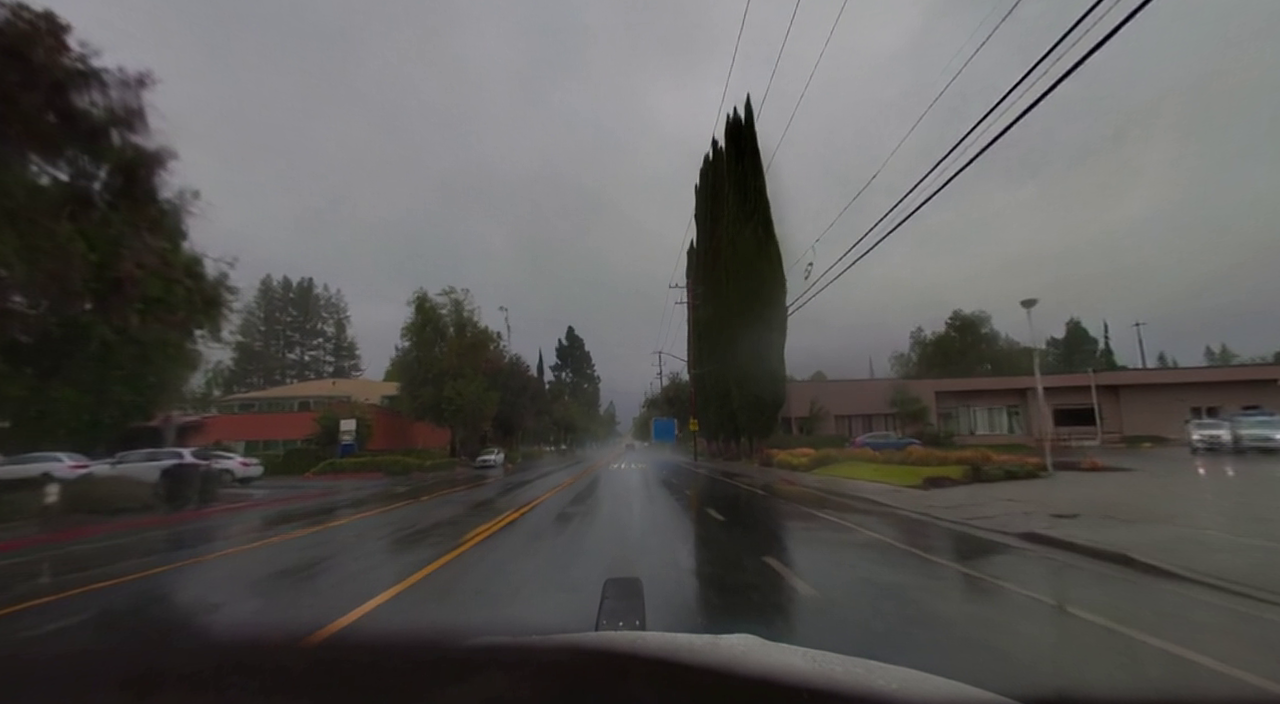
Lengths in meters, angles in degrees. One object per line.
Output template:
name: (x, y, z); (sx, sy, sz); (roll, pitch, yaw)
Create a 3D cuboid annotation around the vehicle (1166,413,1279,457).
vehicle: (22.267, 3.122, 23.697); (4.750, 1.505, 1.928); (4, -9, -25)

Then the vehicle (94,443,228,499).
vehicle: (-16.600, 4.045, 21.881); (4.311, 1.746, 1.984); (-5, -9, 29)

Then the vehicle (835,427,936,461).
vehicle: (12.678, 4.761, 32.685); (4.554, 1.668, 1.974); (-4, -9, 28)
